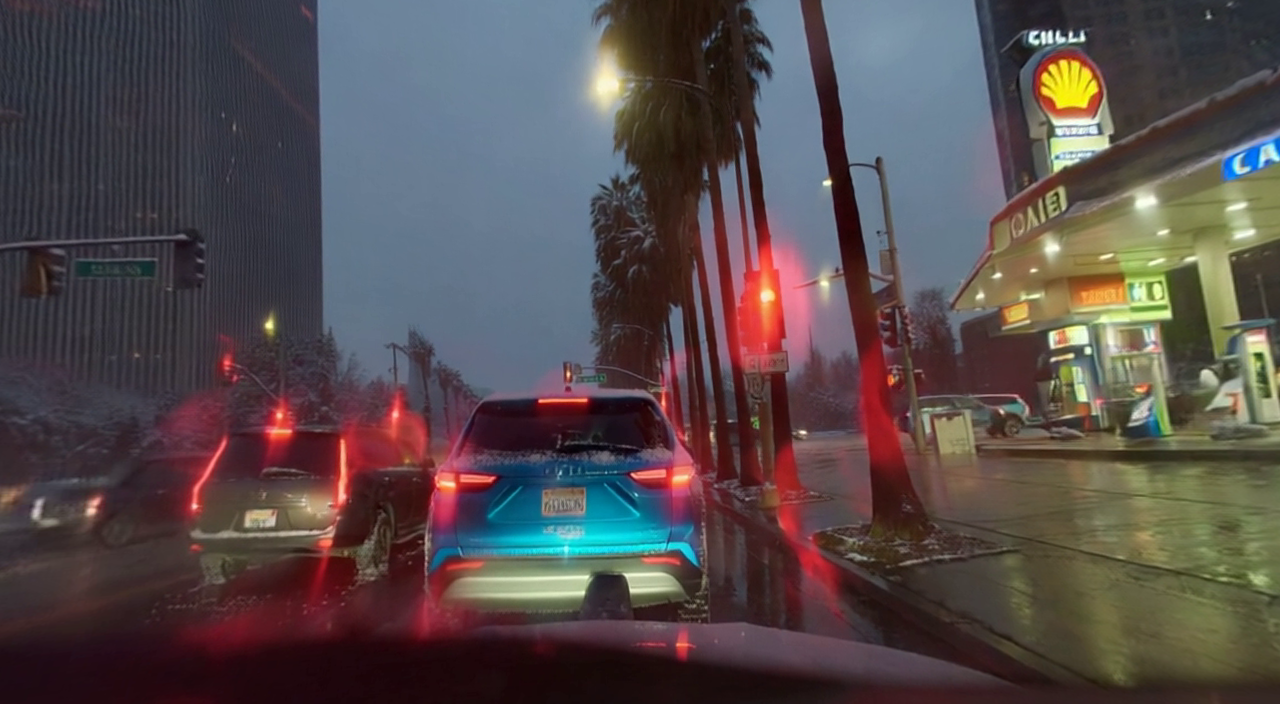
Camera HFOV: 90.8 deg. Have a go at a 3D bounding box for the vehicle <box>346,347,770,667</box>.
[{"bbox_3d":[-0.552,1.266,6.288,2.519,1.913,4.819,0,-8,-2],"label":"vehicle"}]

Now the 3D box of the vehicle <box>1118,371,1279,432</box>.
[{"bbox_3d":[20.634,1.821,22.714,5.033,1.999,2.259,0,-8,-3],"label":"vehicle"}]

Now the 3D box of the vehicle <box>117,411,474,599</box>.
[{"bbox_3d":[-3.808,1.762,8.356,2.097,1.692,5.030,0,-8,-3],"label":"vehicle"}]

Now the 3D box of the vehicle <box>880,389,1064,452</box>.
[{"bbox_3d":[11.621,2.458,22.400,5.307,2.076,2.122,0,-8,-4],"label":"vehicle"}]
